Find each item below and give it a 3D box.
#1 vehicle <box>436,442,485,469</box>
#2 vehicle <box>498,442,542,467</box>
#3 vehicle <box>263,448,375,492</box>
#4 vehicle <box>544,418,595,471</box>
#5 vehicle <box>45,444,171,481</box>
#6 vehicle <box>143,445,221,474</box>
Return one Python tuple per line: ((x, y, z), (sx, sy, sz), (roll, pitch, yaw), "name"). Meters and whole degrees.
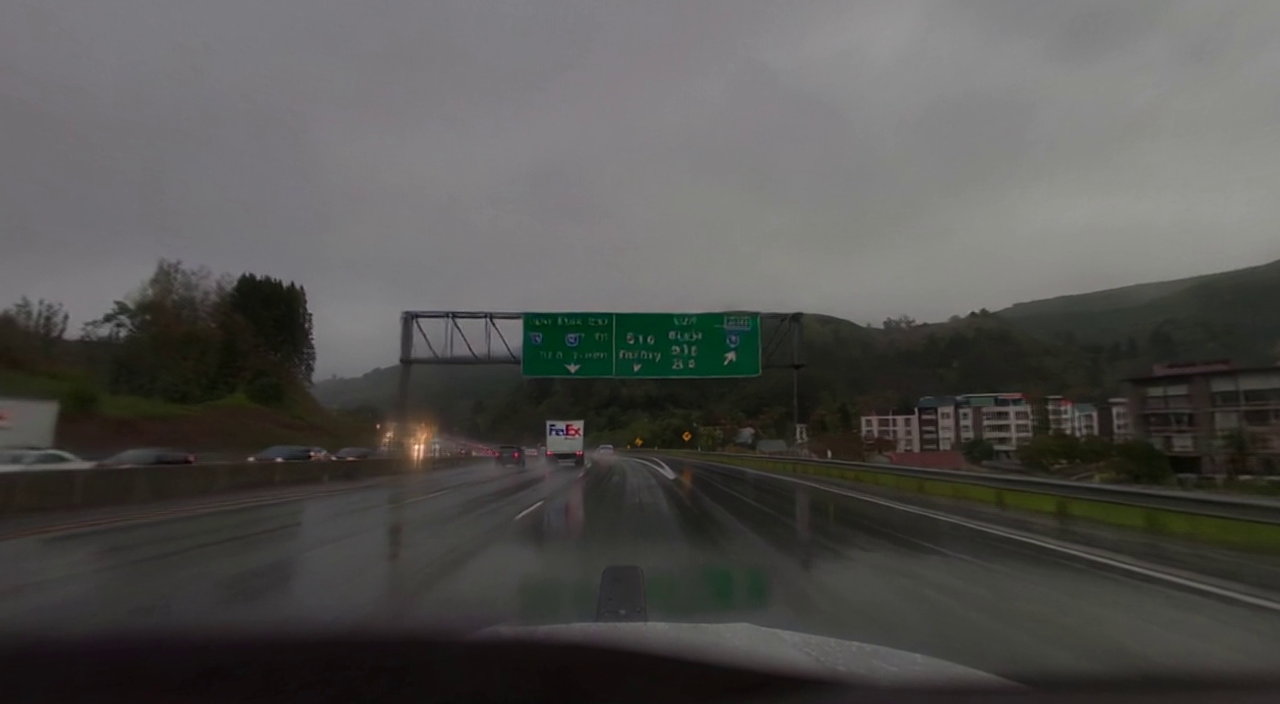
((-12.739, 7.359, 45.104), (2.188, 1.784, 4.724), (0, -8, -1), "vehicle")
((-8.987, 7.679, 47.609), (2.461, 1.767, 4.991), (0, -8, -2), "vehicle")
((-11.700, 4.305, 23.390), (1.879, 1.431, 4.425), (0, -8, -1), "vehicle")
((-4.675, 6.254, 43.335), (2.798, 3.212, 7.573), (2, -7, -2), "vehicle")
((-24.916, 5.144, 29.816), (1.904, 1.575, 4.743), (0, -8, -1), "vehicle")
((-29.048, 6.775, 40.166), (1.831, 1.625, 4.209), (3, -8, -2), "vehicle")
